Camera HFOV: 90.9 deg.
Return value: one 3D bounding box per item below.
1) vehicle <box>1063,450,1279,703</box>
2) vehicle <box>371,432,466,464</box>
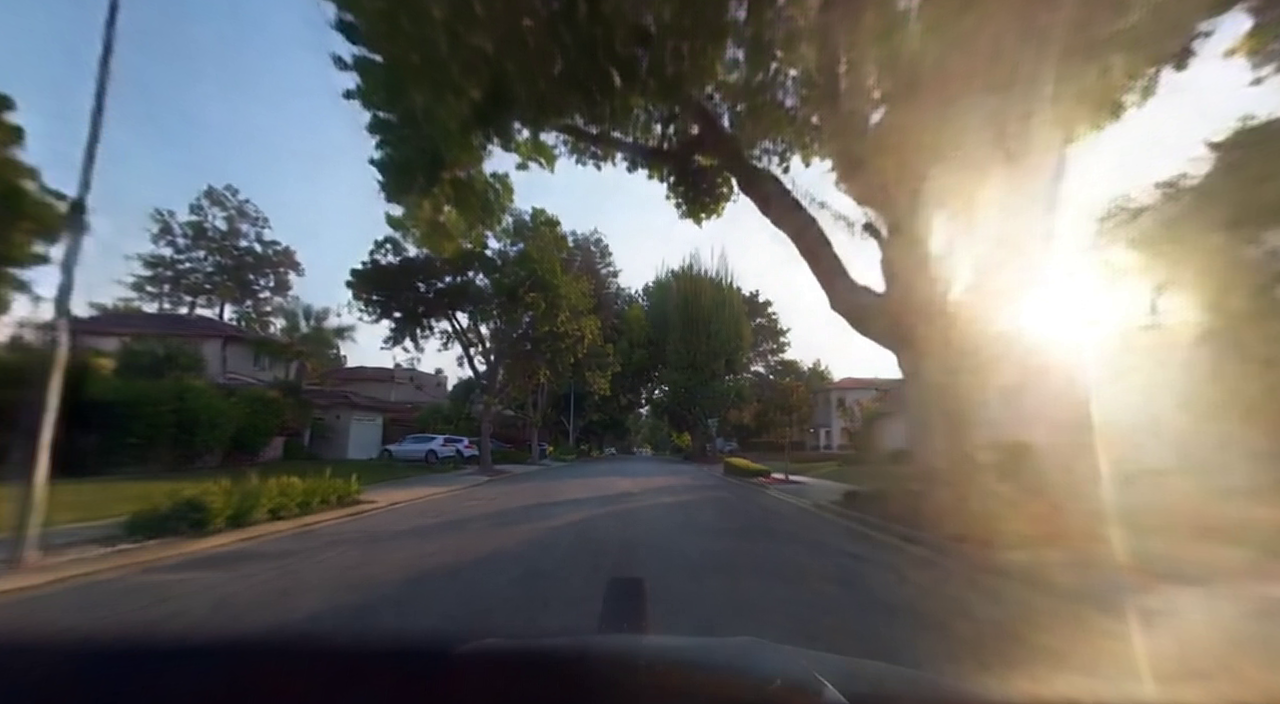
[{"bbox_3d":[3.419,0.927,1.055,2.083,1.485,4.691,0,-9,-1],"label":"vehicle"},{"bbox_3d":[-13.242,5.778,37.912,4.796,1.864,2.328,0,-9,2],"label":"vehicle"}]
